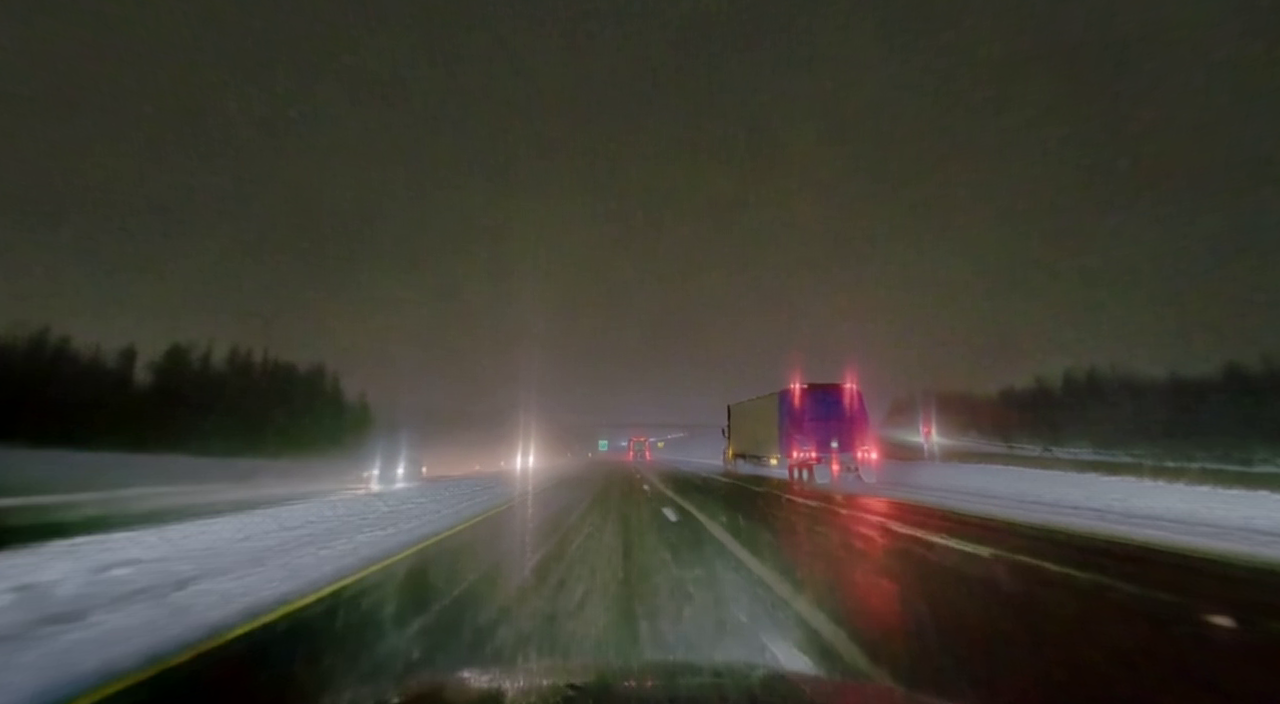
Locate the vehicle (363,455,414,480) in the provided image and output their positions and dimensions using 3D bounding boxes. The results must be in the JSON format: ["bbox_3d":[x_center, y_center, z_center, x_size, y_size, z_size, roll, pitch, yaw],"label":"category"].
[{"bbox_3d":[-16.227,7.455,40.871,1.753,1.445,3.967,0,-9,-2],"label":"vehicle"}]
